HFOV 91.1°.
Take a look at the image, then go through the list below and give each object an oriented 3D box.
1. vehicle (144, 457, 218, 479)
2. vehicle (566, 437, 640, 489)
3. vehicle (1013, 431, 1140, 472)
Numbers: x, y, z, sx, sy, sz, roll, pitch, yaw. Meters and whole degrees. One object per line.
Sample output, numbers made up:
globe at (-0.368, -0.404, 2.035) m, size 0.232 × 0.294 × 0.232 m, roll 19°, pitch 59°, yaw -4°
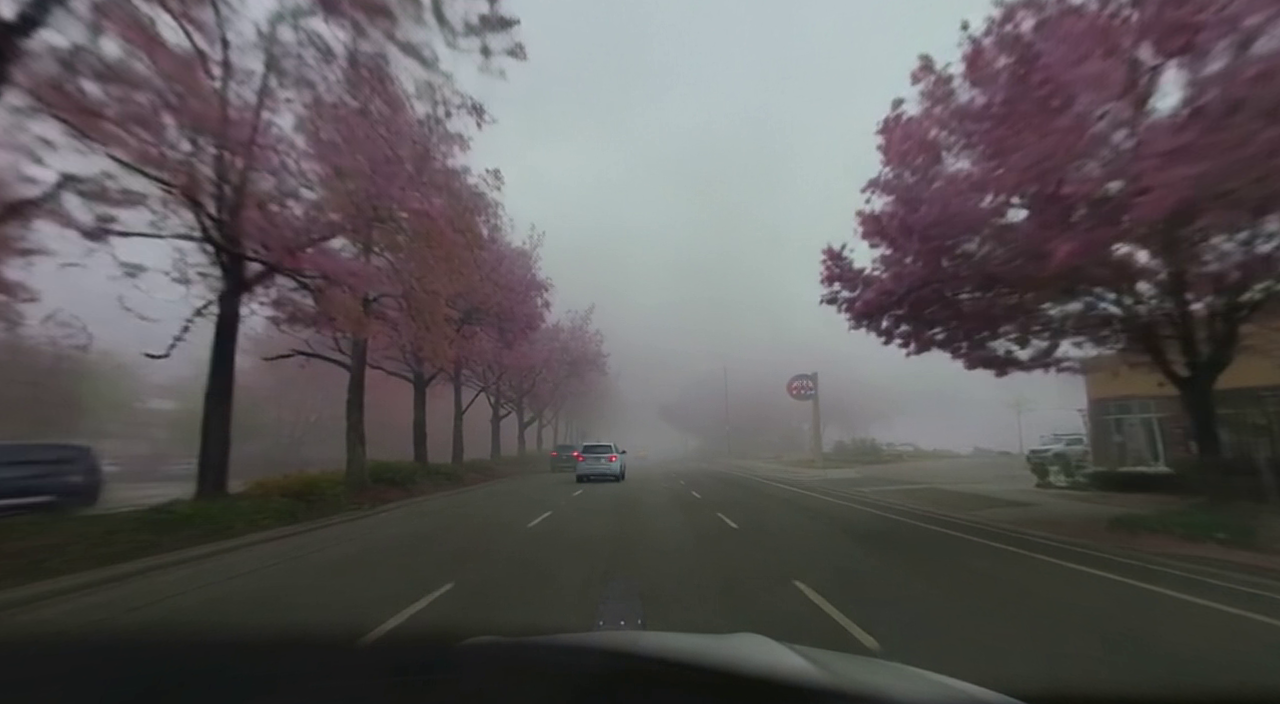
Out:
vehicle at (-34.466, 8.736, 47.323) m, size 1.918 × 1.457 × 4.594 m, roll 0°, pitch -8°, yaw 4°
vehicle at (-1.206, 3.959, 22.783) m, size 2.149 × 1.701 × 4.379 m, roll 0°, pitch -8°, yaw 4°
vehicle at (23.065, 5.312, 33.605) m, size 2.265 × 1.904 × 6.201 m, roll -1°, pitch -9°, yaw 0°
